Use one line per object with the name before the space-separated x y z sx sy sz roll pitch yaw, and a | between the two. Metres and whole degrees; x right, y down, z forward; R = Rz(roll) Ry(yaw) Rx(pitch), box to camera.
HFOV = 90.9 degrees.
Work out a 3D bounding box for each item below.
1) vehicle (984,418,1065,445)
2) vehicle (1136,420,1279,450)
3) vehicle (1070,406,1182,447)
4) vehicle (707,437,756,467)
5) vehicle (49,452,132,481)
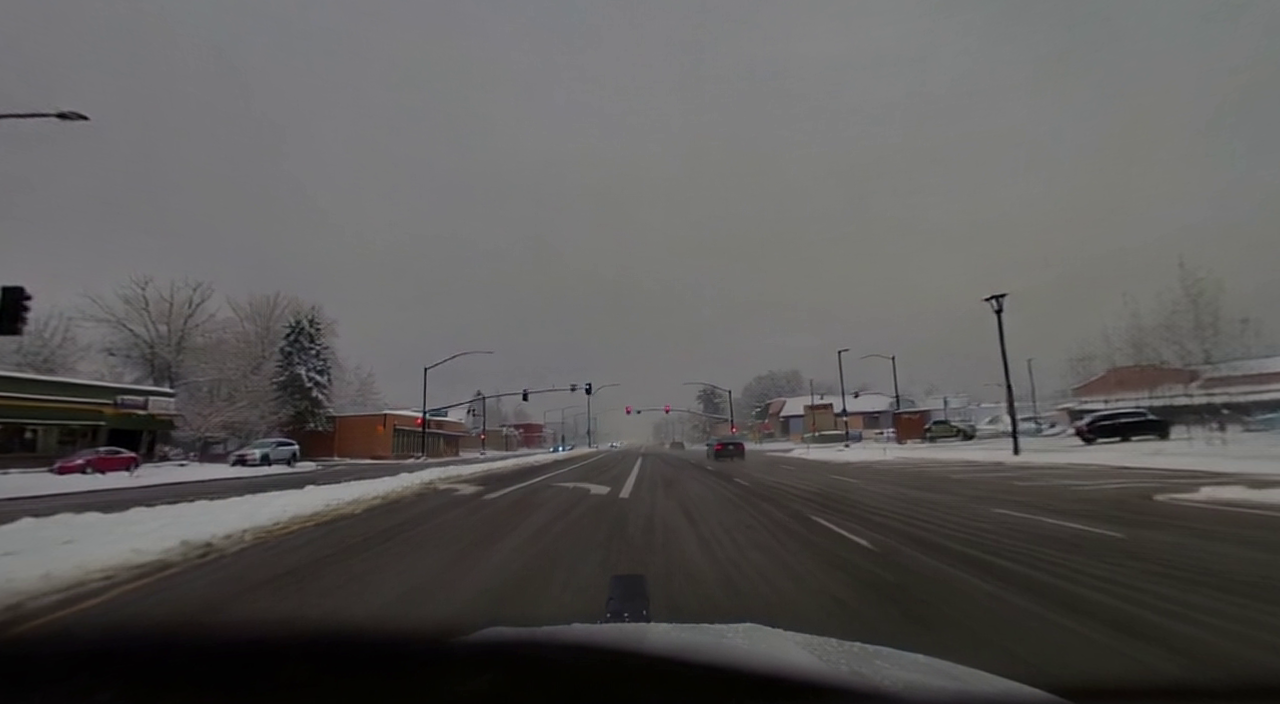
vehicle | 26.713 5.569 43.877 4.326 1.788 1.984 0 -8 -1
vehicle | 27.037 3.429 26.326 2.870 1.165 10.713 -1 -8 -9
vehicle | 26.726 4.221 35.035 2.340 2.048 6.148 -2 -9 12
vehicle | 4.880 5.407 34.279 2.038 1.528 4.259 0 -8 0
vehicle | -33.727 7.000 38.840 1.781 1.590 3.853 0 -8 -4
